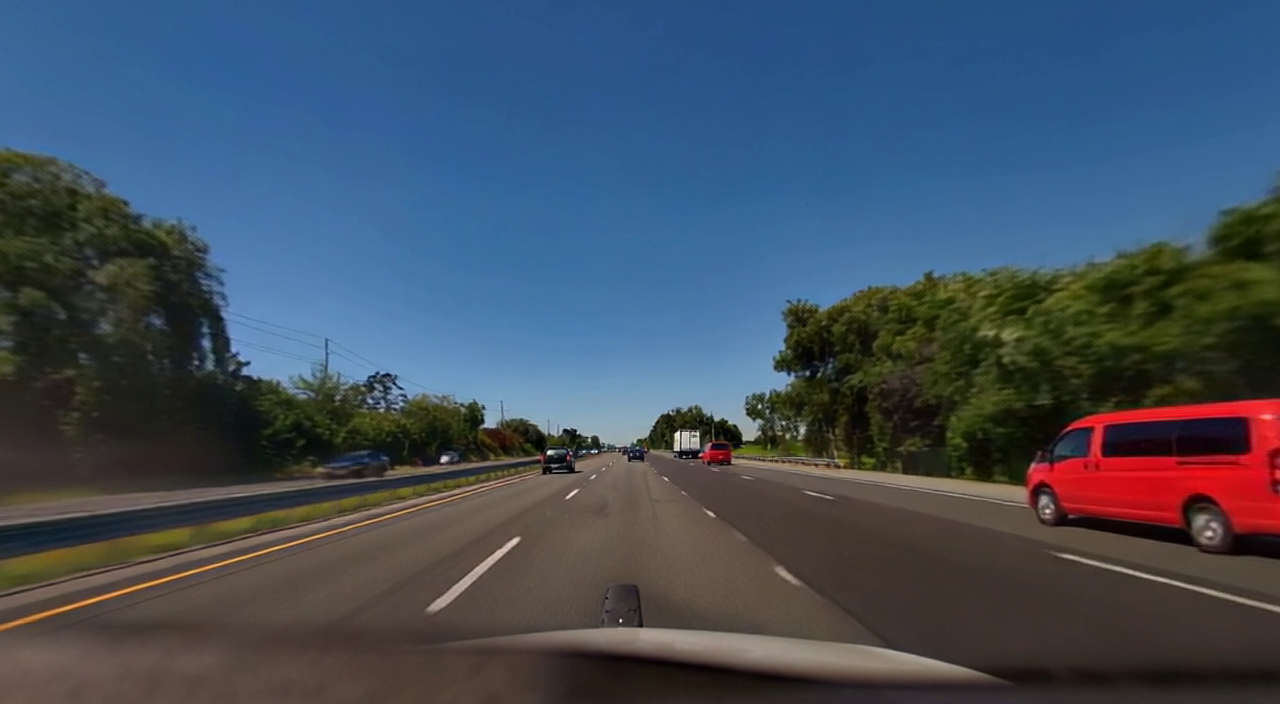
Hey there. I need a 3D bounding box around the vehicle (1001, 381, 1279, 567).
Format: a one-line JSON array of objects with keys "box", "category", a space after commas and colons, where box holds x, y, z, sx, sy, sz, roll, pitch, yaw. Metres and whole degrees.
[{"box": [7.746, 1.636, 8.957, 2.133, 1.933, 4.986, 0, -9, -1], "category": "vehicle"}]

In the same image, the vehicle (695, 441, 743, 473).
[{"box": [4.347, 5.882, 35.346, 2.069, 1.625, 4.832, 0, -9, 0], "category": "vehicle"}]

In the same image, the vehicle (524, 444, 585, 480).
[{"box": [-3.831, 5.030, 29.030, 2.160, 1.530, 4.500, 0, -9, 0], "category": "vehicle"}]

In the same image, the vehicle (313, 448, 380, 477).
[{"box": [-15.210, 5.707, 32.759, 1.834, 1.406, 3.539, 0, -9, -2], "category": "vehicle"}]
